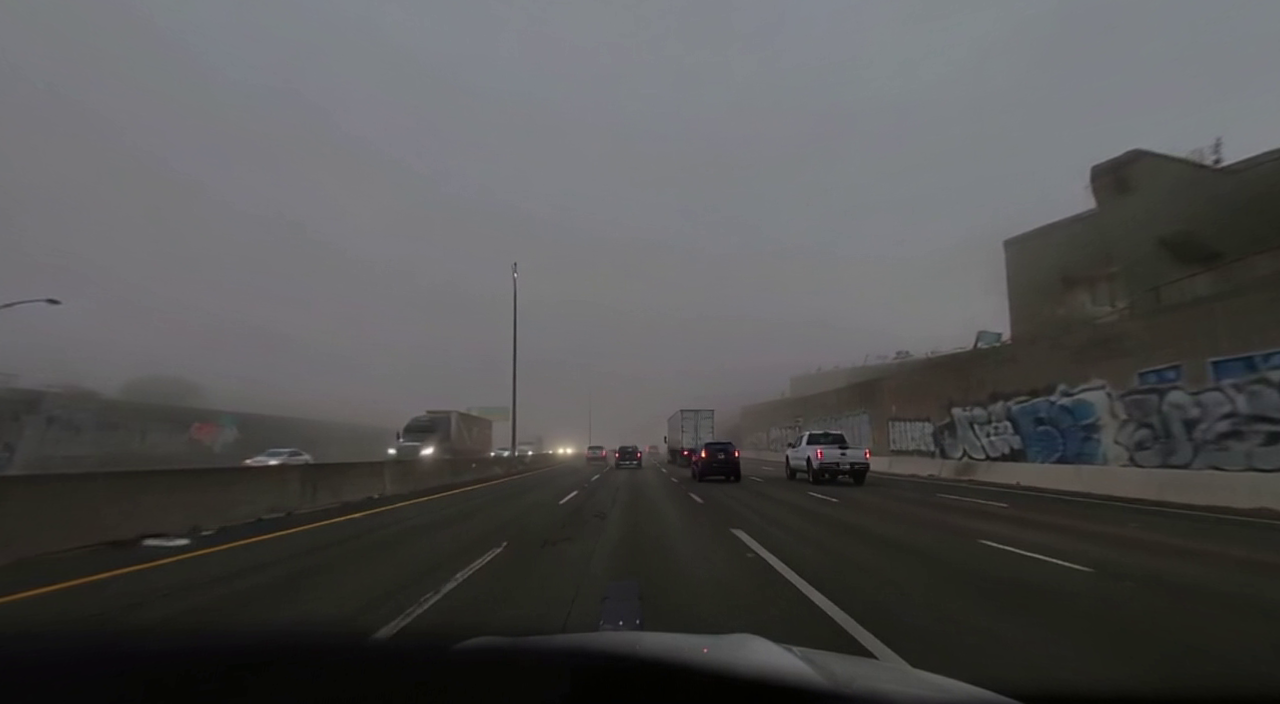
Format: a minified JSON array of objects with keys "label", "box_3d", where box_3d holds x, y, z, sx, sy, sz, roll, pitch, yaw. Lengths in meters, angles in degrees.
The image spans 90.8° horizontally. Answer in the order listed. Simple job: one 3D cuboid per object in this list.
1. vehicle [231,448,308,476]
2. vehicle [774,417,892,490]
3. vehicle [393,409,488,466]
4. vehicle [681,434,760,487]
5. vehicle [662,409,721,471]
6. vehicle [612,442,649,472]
[{"label":"vehicle","box_3d":[-20.684,6.138,35.467,1.812,1.467,4.068,0,-9,0]},{"label":"vehicle","box_3d":[7.040,3.834,24.067,2.322,2.360,6.433,0,-9,-1]},{"label":"vehicle","box_3d":[-14.156,6.396,46.383,3.011,3.586,12.393,0,-9,0]},{"label":"vehicle","box_3d":[3.000,4.203,24.824,2.249,1.843,5.176,0,-9,-2]},{"label":"vehicle","box_3d":[3.348,6.239,44.455,2.976,3.806,10.591,0,-9,-2]},{"label":"vehicle","box_3d":[-0.586,6.189,37.338,2.073,1.640,3.990,0,-9,-1]}]
